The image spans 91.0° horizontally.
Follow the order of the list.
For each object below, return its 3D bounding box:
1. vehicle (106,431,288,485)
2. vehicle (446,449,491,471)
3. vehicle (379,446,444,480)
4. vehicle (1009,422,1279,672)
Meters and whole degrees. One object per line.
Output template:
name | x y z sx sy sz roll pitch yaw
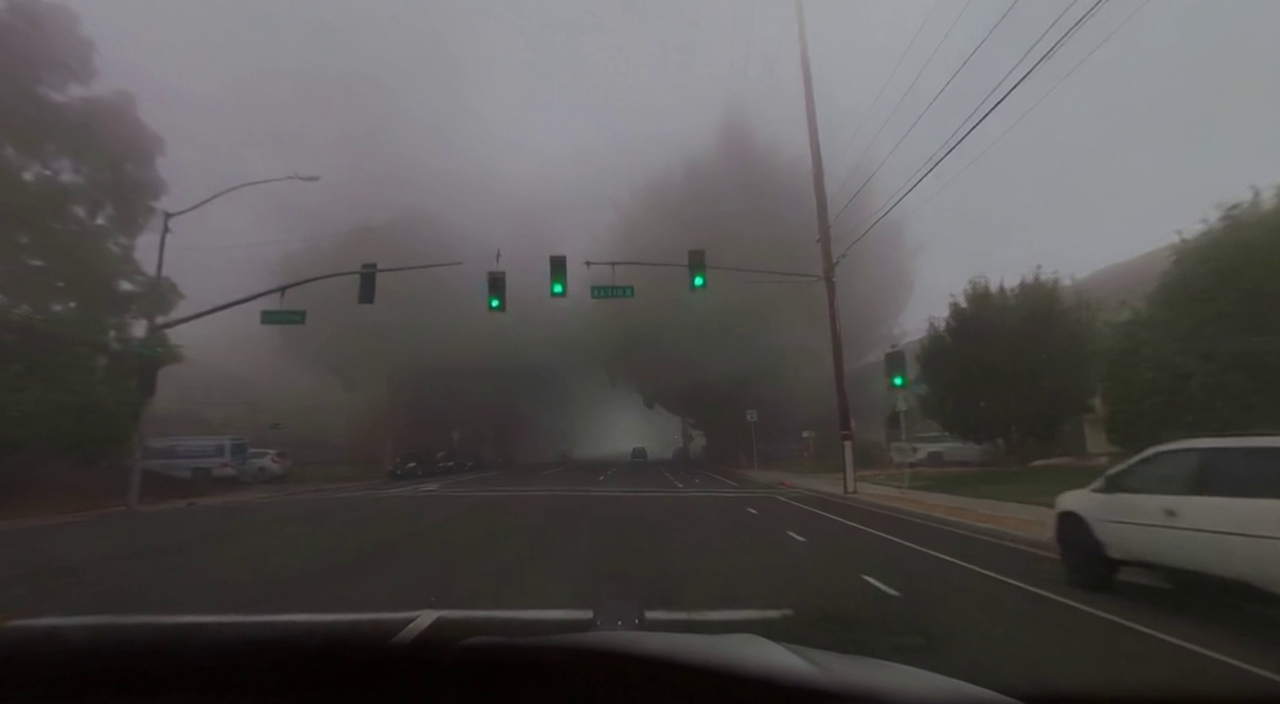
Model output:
vehicle | -17.933 4.347 25.697 5.656 1.999 2.307 -1 -10 2
vehicle | -12.145 7.709 44.956 1.888 1.477 4.629 -1 -10 0
vehicle | -12.120 5.917 33.711 1.932 1.673 4.314 -1 -10 -1
vehicle | 5.237 1.416 4.954 1.979 1.637 4.321 0 -9 0
